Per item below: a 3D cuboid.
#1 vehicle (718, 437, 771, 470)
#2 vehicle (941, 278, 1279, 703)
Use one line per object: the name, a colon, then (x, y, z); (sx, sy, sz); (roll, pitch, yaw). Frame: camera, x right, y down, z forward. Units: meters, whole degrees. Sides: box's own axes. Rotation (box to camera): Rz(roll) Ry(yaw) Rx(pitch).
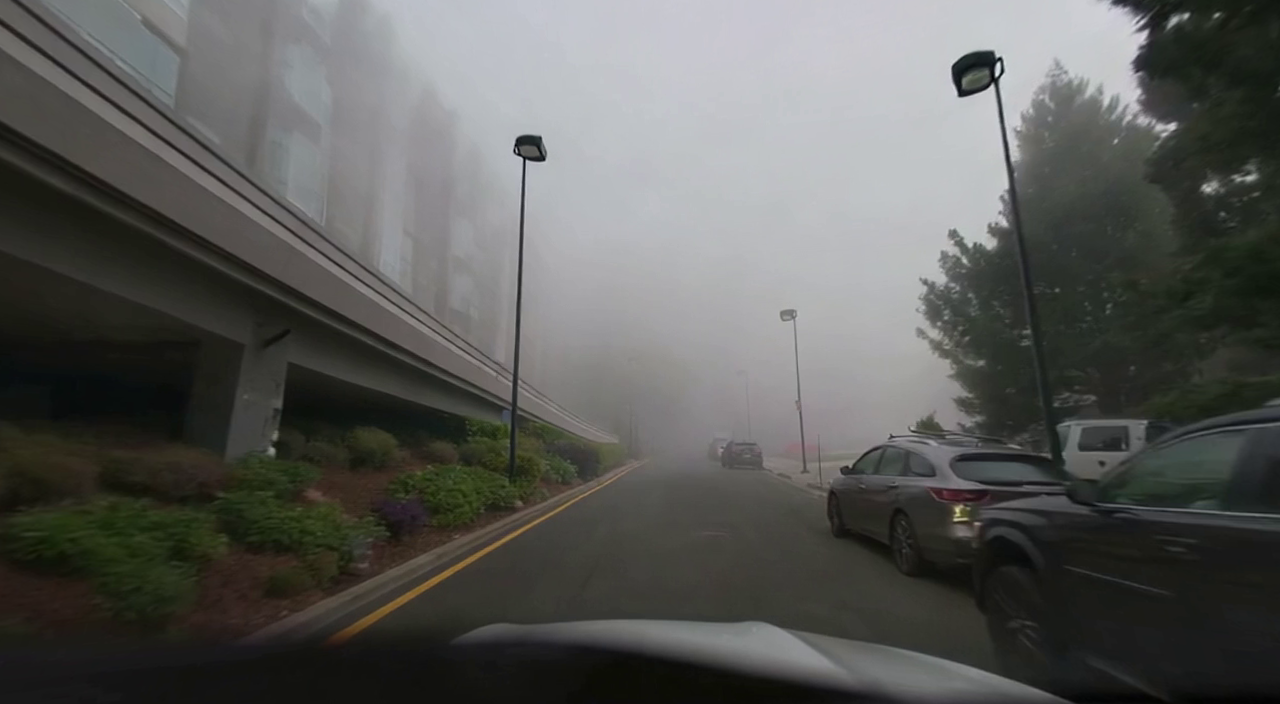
vehicle: (5.047, 4.995, 31.137); (2.024, 1.475, 4.565); (-1, -9, 2)
vehicle: (2.980, 0.624, 1.541); (2.200, 1.766, 4.868); (-1, -9, 2)
